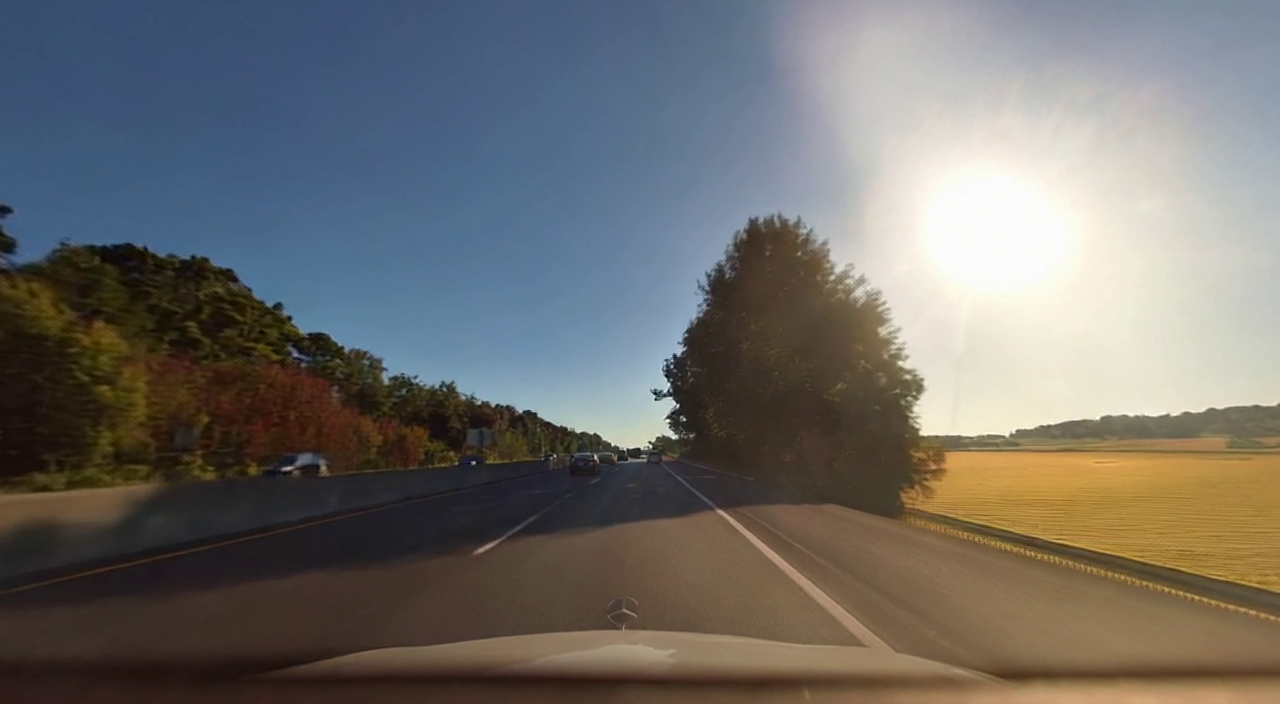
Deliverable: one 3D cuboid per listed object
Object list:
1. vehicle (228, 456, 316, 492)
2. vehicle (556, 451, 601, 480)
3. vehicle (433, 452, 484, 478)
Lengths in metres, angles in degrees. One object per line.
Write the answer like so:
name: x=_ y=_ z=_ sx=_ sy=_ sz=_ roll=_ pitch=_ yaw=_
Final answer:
vehicle: x=-16.776 y=5.549 z=28.956 sx=1.803 sy=1.514 sz=3.656 roll=-1 pitch=-9 yaw=1
vehicle: x=-3.312 y=6.180 z=34.519 sx=1.970 sy=1.483 sz=4.097 roll=-1 pitch=-9 yaw=1
vehicle: x=-12.220 y=7.616 z=42.719 sx=2.005 sy=1.555 sz=4.819 roll=-1 pitch=-9 yaw=0
